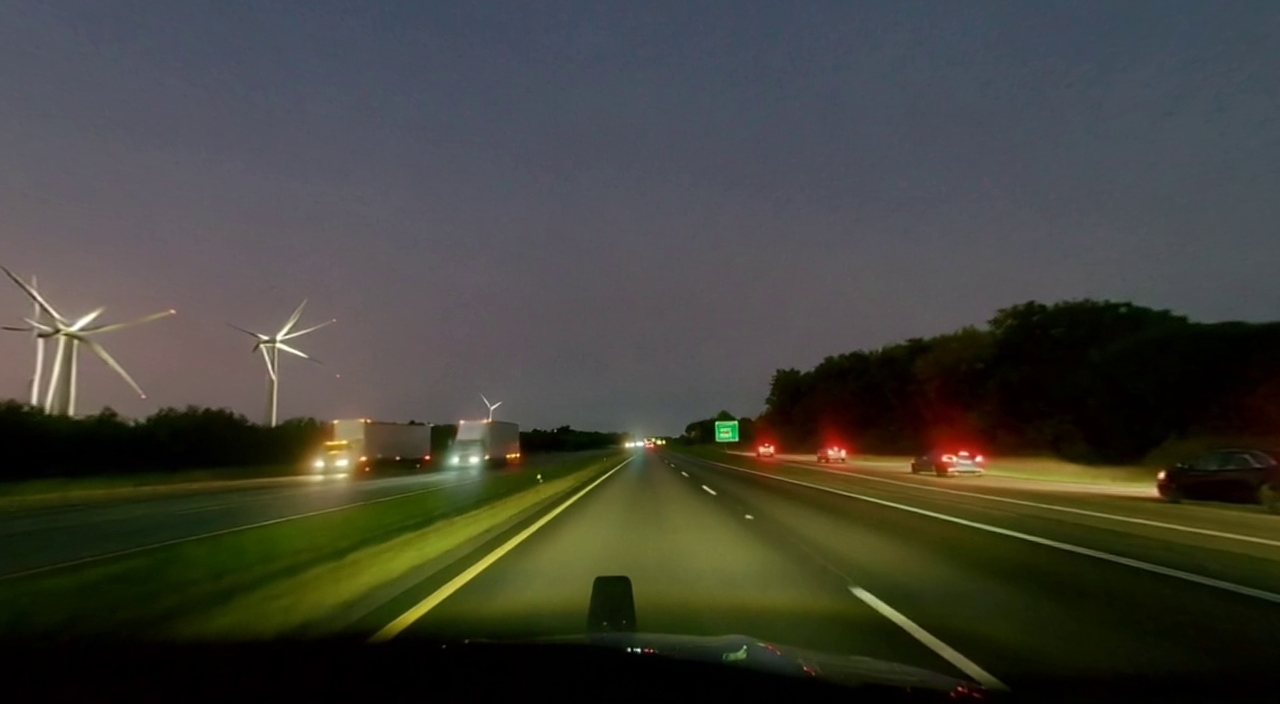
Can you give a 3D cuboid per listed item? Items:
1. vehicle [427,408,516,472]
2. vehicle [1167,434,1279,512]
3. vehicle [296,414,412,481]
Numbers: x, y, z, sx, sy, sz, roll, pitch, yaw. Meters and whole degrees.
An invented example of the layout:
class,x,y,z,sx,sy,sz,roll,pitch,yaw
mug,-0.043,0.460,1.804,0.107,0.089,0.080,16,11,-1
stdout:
class,x,y,z,sx,sy,sz,roll,pitch,yaw
vehicle,-11.749,6.440,45.627,2.849,3.947,12.500,0,-9,0
vehicle,14.832,2.704,14.167,1.897,1.669,4.825,0,-9,2
vehicle,-16.793,5.747,37.875,2.931,3.531,8.112,0,-9,1
